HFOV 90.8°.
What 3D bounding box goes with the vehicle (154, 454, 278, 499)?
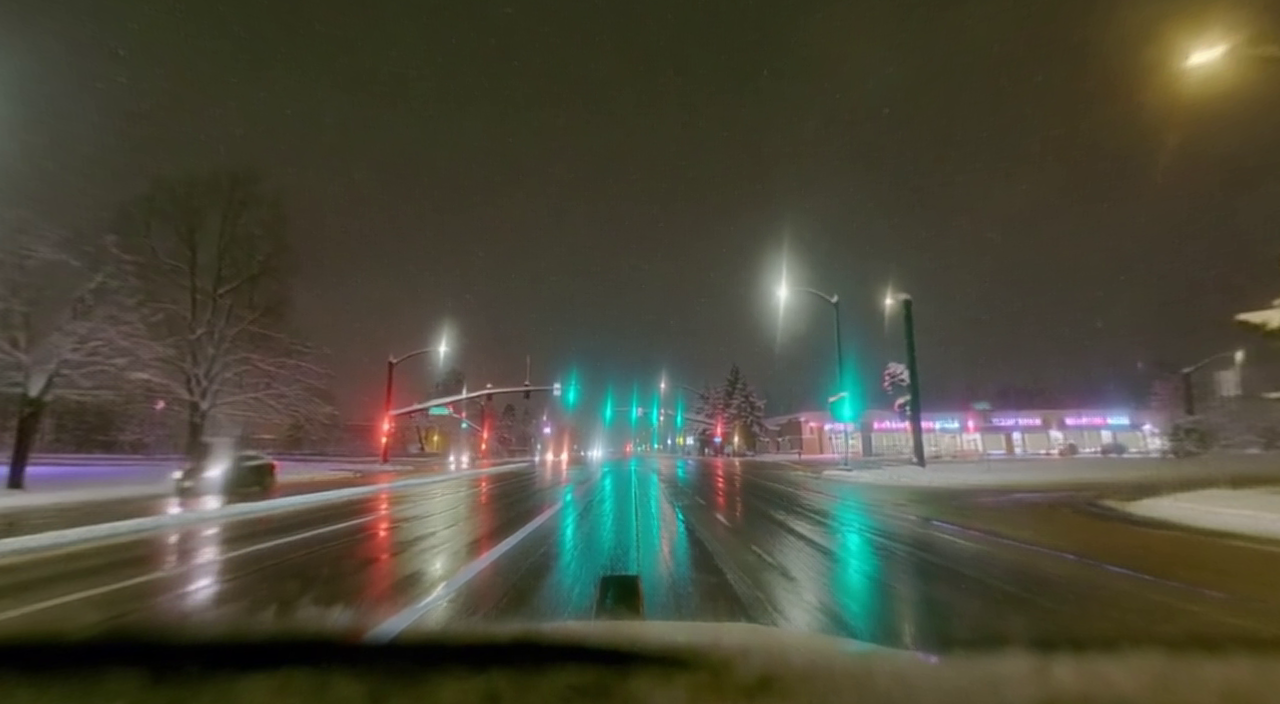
[{"bbox_3d":[-15.755,4.626,23.837,1.930,1.473,4.480,1,-9,-6],"label":"vehicle"}]
